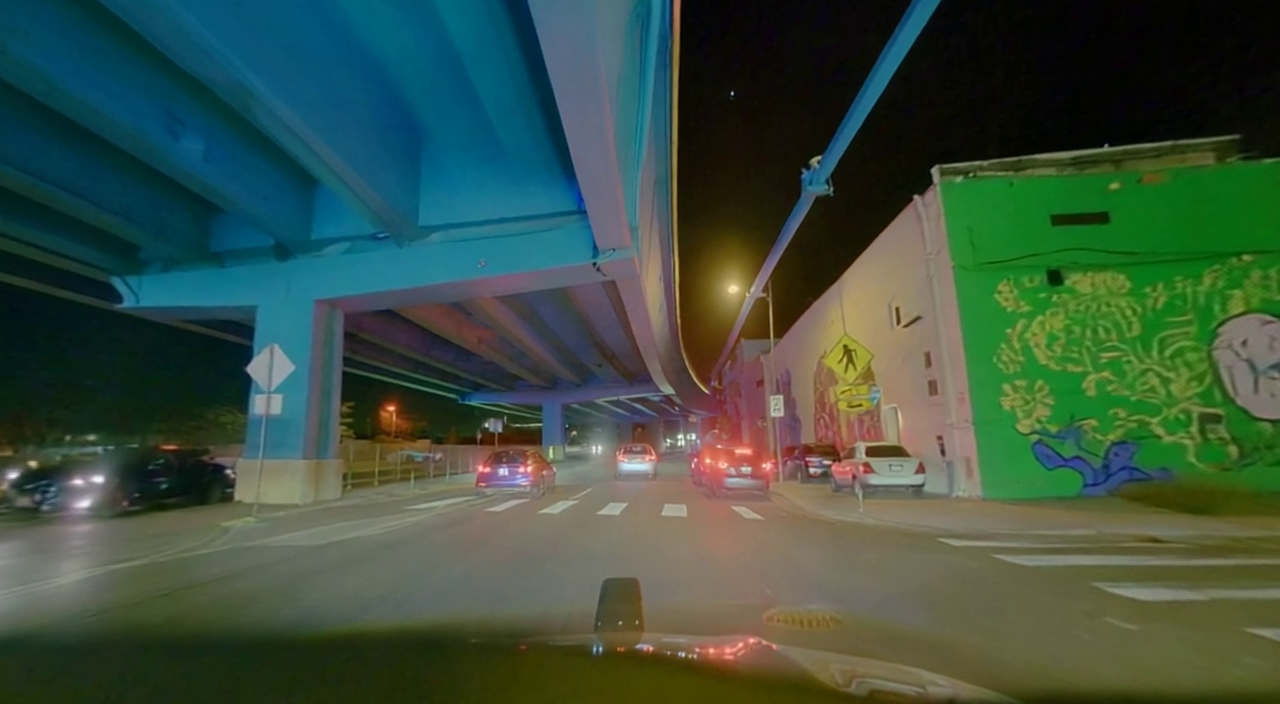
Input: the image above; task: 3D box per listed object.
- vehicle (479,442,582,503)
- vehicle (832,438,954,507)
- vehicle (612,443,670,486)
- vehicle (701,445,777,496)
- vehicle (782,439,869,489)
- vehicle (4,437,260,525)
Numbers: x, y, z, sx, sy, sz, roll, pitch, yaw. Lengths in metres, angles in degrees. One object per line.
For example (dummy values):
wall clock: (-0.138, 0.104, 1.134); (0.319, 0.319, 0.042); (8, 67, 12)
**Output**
vehicle: (-3.003, 3.431, 18.402); (2.024, 1.533, 4.549); (0, -9, 2)
vehicle: (7.670, 3.646, 19.717); (2.275, 1.834, 4.294); (1, -8, 4)
vehicle: (0.049, 4.520, 25.596); (2.155, 1.571, 3.734); (0, -9, 1)
vehicle: (3.306, 4.033, 21.945); (1.983, 1.589, 4.010); (0, -8, 0)
vehicle: (7.788, 4.759, 27.086); (2.175, 1.909, 4.953); (0, -9, 0)
vehicle: (-11.908, 3.050, 15.455); (2.056, 1.768, 4.986); (-1, -9, 0)
